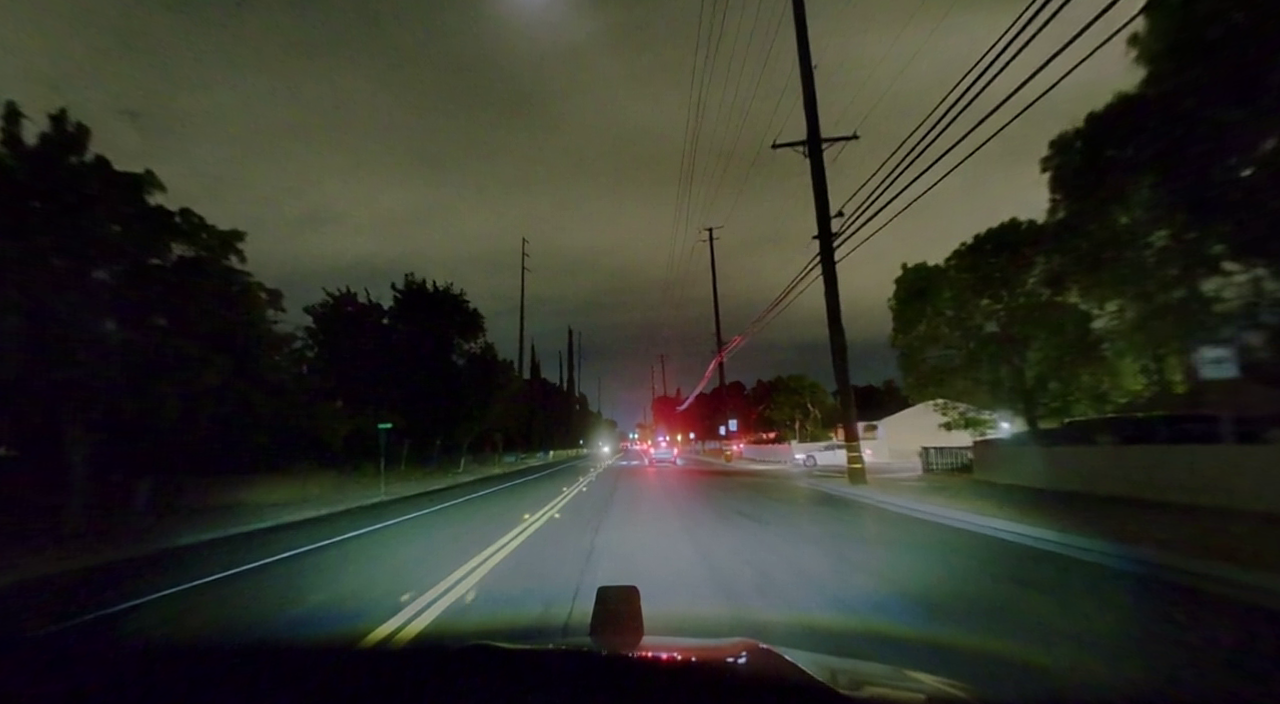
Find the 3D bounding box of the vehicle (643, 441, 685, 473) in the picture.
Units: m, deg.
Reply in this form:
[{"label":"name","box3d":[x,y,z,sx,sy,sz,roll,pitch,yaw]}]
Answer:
[{"label":"vehicle","box3d":[1.167,5.319,32.269,1.975,1.497,3.647,0,-9,0]}]

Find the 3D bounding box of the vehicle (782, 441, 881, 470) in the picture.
[{"label":"vehicle","box3d":[9.941,5.396,33.094,4.511,1.473,1.962,0,-8,-2]}]

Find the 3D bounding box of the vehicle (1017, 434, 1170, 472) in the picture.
[{"label":"vehicle","box3d":[19.303,4.327,27.063,4.869,1.477,2.076,-1,-9,2]}]

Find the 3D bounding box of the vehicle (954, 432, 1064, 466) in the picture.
[{"label":"vehicle","box3d":[19.571,5.185,33.696,4.566,1.691,1.996,0,-9,0]}]
